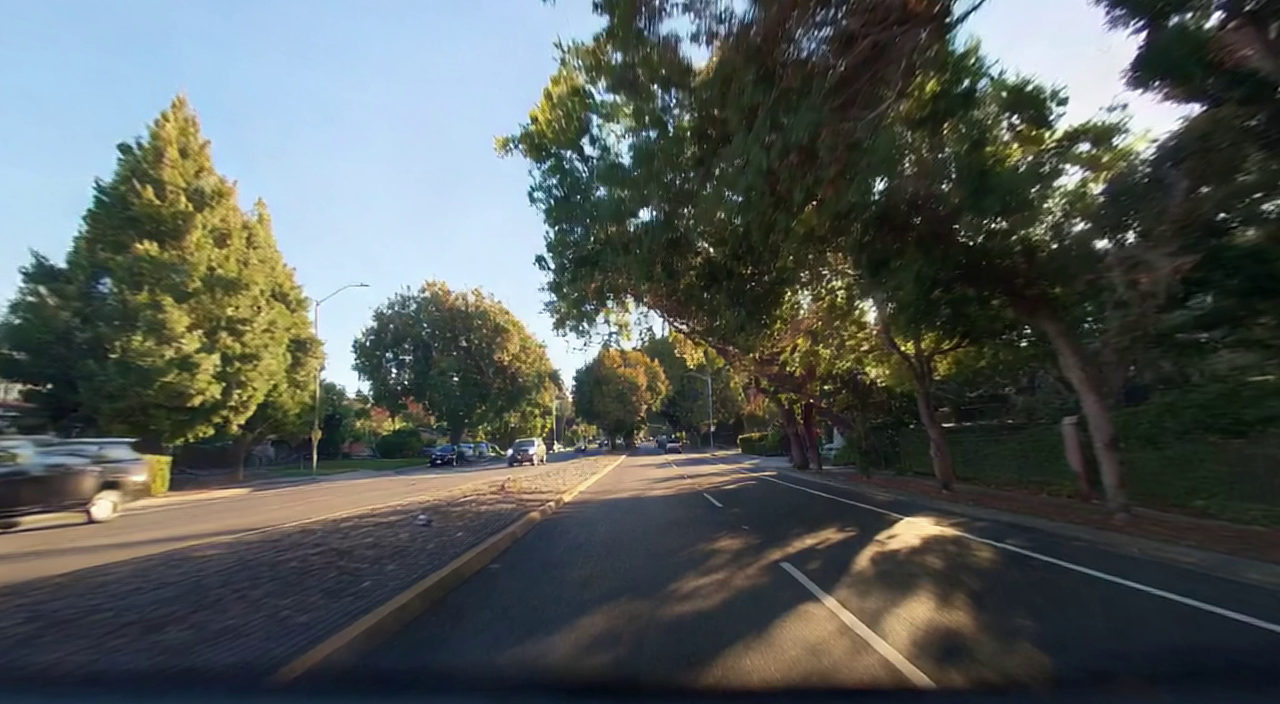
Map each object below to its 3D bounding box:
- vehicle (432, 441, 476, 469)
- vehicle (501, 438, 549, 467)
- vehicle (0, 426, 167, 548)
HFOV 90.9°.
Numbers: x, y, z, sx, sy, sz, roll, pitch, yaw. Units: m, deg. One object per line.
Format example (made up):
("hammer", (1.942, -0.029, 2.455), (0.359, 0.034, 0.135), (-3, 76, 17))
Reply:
("vehicle", (-14.062, 7.758, 47.875), (2.058, 1.779, 4.768), (-3, -6, -3))
("vehicle", (-6.716, 5.901, 37.218), (1.943, 1.623, 4.190), (0, -8, 2))
("vehicle", (-10.847, 2.178, 10.357), (2.143, 1.848, 4.939), (-1, -8, 2))
